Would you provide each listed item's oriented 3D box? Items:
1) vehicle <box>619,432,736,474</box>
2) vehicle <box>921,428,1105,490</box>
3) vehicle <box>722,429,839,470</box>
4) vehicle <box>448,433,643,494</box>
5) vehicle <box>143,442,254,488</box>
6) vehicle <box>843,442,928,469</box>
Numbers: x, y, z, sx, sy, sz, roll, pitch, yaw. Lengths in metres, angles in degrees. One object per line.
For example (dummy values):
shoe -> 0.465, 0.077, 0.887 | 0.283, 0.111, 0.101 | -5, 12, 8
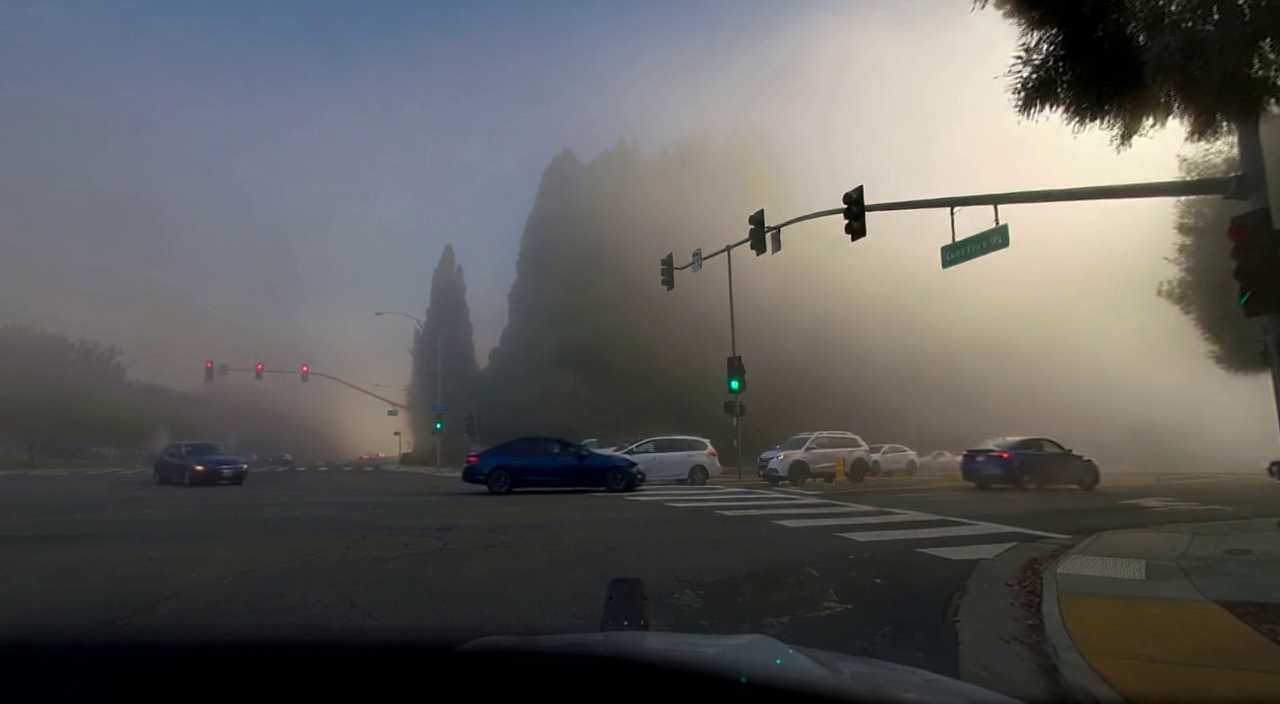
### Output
vehicle -> 1.562, 4.143, 26.016 | 4.483, 1.589, 1.852 | 4, -9, -26
vehicle -> 12.318, 3.473, 20.825 | 5.332, 1.807, 2.450 | 4, -9, -24
vehicle -> 7.271, 5.057, 32.534 | 5.791, 1.964, 2.199 | 5, -10, -26
vehicle -> -2.401, 2.960, 16.892 | 4.826, 1.484, 2.000 | -1, -8, 5
vehicle -> -15.804, 3.946, 22.468 | 4.589, 1.462, 1.953 | -7, -11, 39
vehicle -> 13.790, 5.787, 35.397 | 4.457, 1.429, 1.862 | 4, -9, -26
